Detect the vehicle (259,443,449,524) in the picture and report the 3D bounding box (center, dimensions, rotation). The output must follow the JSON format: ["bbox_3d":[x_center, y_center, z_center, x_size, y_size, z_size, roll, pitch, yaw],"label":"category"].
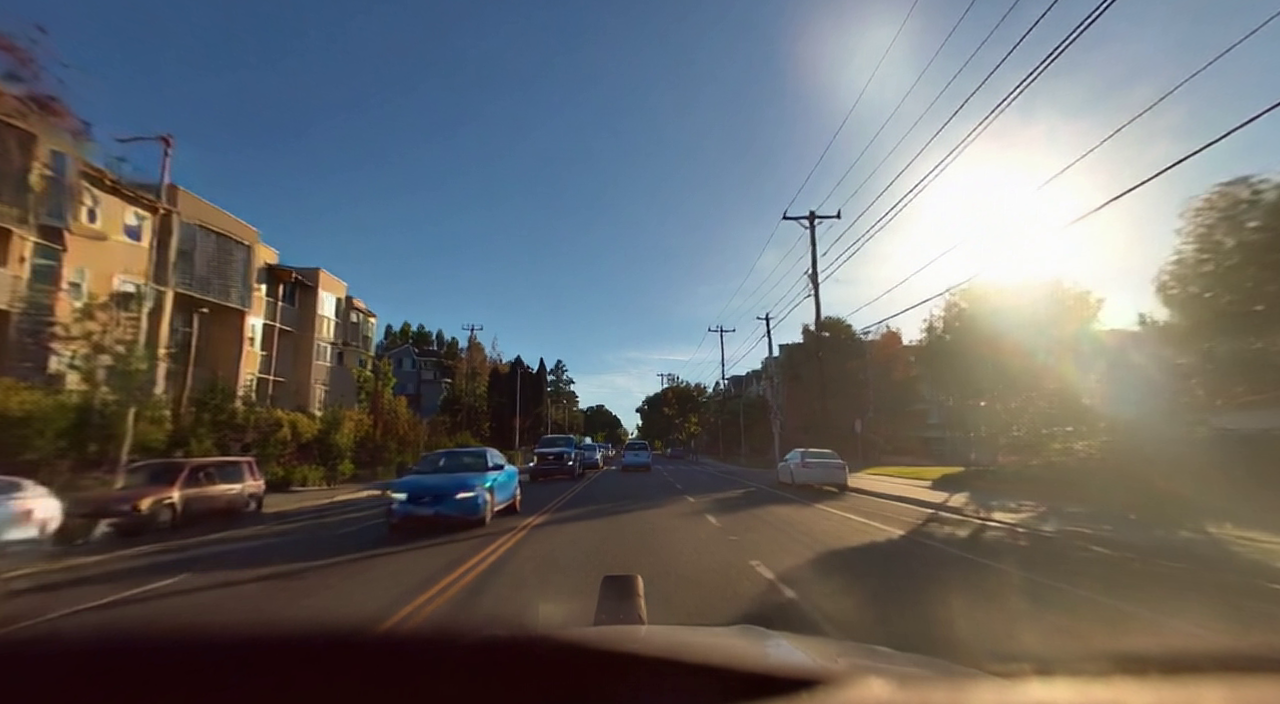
[{"bbox_3d":[-6.024,2.777,14.096,2.023,1.492,4.666,0,-8,1],"label":"vehicle"}]

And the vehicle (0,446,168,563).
[{"bbox_3d":[-9.445,2.247,9.236,1.790,1.527,4.123,-1,-14,1],"label":"vehicle"}]

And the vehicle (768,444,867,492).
[{"bbox_3d":[6.038,3.980,22.167,1.943,1.490,4.783,0,-8,-2],"label":"vehicle"}]

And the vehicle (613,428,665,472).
[{"bbox_3d":[-0.004,4.733,30.296,2.308,1.940,4.125,-1,-10,1],"label":"vehicle"}]

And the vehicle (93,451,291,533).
[{"bbox_3d":[-9.664,2.994,14.050,1.760,1.497,3.608,0,-8,-1],"label":"vehicle"}]

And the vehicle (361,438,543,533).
[{"bbox_3d":[-3.311,2.436,12.265,2.057,1.476,4.593,0,-8,1],"label":"vehicle"}]

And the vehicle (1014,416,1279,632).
[{"bbox_3d":[6.271,1.440,5.514,2.350,1.706,5.901,0,-8,-1],"label":"vehicle"}]

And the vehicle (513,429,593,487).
[{"bbox_3d":[-3.020,3.802,23.061,2.178,1.861,4.920,0,-8,0],"label":"vehicle"}]
